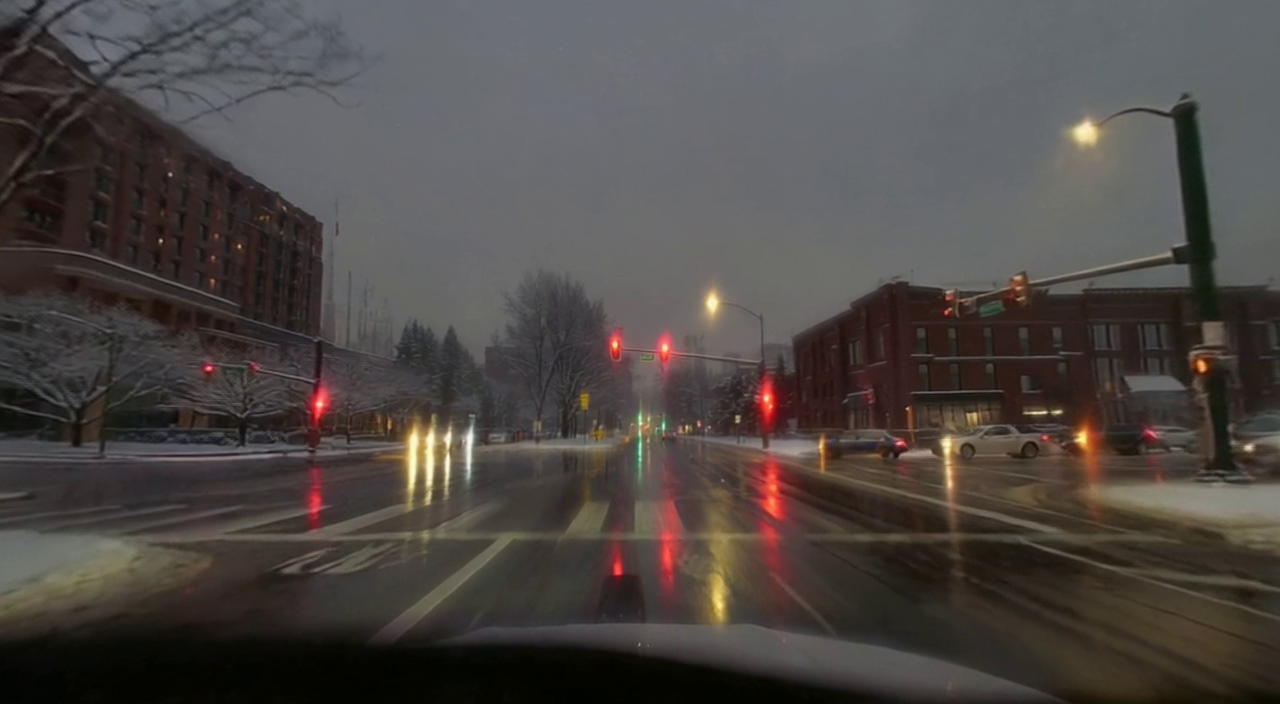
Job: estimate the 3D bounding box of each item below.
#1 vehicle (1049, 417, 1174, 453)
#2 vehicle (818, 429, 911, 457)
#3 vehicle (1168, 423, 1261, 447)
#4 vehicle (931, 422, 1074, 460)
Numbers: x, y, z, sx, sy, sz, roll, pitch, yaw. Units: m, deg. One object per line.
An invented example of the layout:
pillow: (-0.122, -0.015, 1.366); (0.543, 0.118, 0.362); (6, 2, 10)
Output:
vehicle: (23.775, 4.207, 32.004); (4.571, 1.698, 1.977); (-1, -8, 3)
vehicle: (11.209, 4.584, 31.788); (4.046, 1.306, 1.719); (-1, -8, 5)
vehicle: (42.230, 6.142, 46.654); (2.037, 1.614, 5.175); (-1, -8, 1)
vehicle: (15.219, 3.746, 26.703); (4.916, 1.504, 1.846); (0, -8, -2)
